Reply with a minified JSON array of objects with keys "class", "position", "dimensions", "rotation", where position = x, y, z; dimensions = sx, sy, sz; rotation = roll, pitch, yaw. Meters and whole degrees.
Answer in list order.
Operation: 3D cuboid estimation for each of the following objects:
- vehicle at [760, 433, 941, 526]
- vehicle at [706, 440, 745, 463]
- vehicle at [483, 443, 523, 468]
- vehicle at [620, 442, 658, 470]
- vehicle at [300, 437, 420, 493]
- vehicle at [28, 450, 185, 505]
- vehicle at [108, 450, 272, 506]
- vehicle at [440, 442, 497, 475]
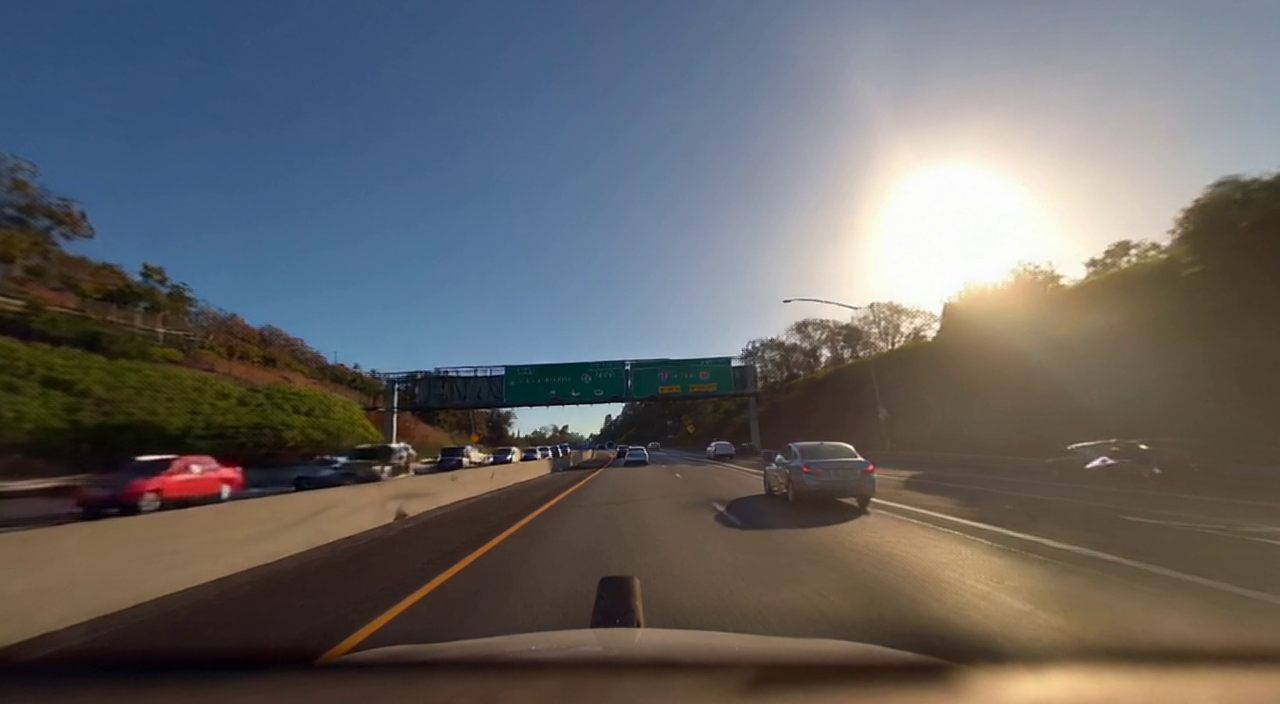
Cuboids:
[{"class":"vehicle","position":[3.874,2.406,12.560],"dimensions":[1.972,1.488,4.335],"rotation":[1,-8,-2]},{"class":"vehicle","position":[6.309,7.382,47.057],"dimensions":[2.094,1.652,3.955],"rotation":[1,-8,-3]},{"class":"vehicle","position":[-10.319,7.821,48.011],"dimensions":[2.017,1.735,4.581],"rotation":[1,-8,-1]},{"class":"vehicle","position":[-0.114,6.108,37.418],"dimensions":[2.090,1.510,4.280],"rotation":[1,-8,-1]},{"class":"vehicle","position":[-10.183,4.126,23.503],"dimensions":[2.212,1.815,4.785],"rotation":[1,-8,0]},{"class":"vehicle","position":[-17.425,4.064,20.911],"dimensions":[1.908,1.554,3.757],"rotation":[1,-8,-2]},{"class":"vehicle","position":[-13.654,3.803,19.588],"dimensions":[1.821,1.437,4.457],"rotation":[1,-8,0]},{"class":"vehicle","position":[-9.709,6.035,36.101],"dimensions":[2.082,1.698,4.357],"rotation":[1,-8,-1]}]
